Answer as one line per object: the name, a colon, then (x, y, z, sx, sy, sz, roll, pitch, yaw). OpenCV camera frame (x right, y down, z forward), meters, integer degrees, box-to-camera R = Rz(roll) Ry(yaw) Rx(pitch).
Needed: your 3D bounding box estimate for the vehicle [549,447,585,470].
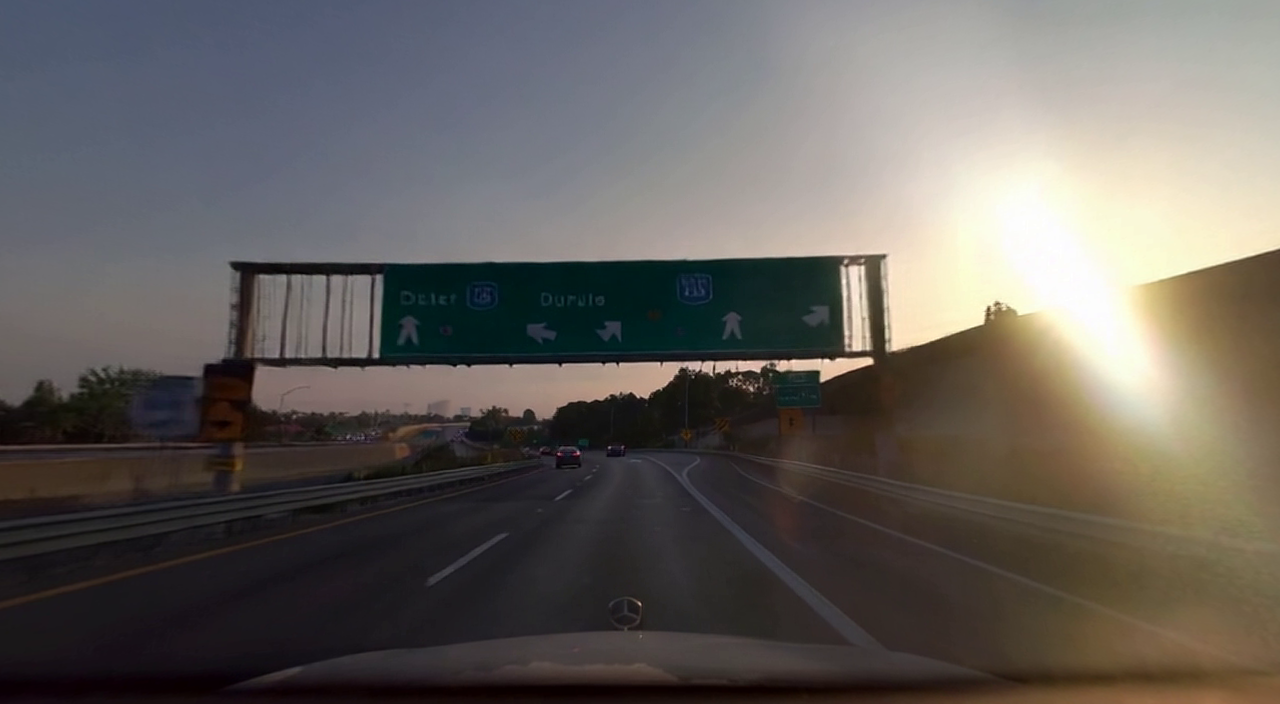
vehicle: (-5.198, 7.660, 45.462, 2.234, 1.588, 4.484, 1, -9, -3)
